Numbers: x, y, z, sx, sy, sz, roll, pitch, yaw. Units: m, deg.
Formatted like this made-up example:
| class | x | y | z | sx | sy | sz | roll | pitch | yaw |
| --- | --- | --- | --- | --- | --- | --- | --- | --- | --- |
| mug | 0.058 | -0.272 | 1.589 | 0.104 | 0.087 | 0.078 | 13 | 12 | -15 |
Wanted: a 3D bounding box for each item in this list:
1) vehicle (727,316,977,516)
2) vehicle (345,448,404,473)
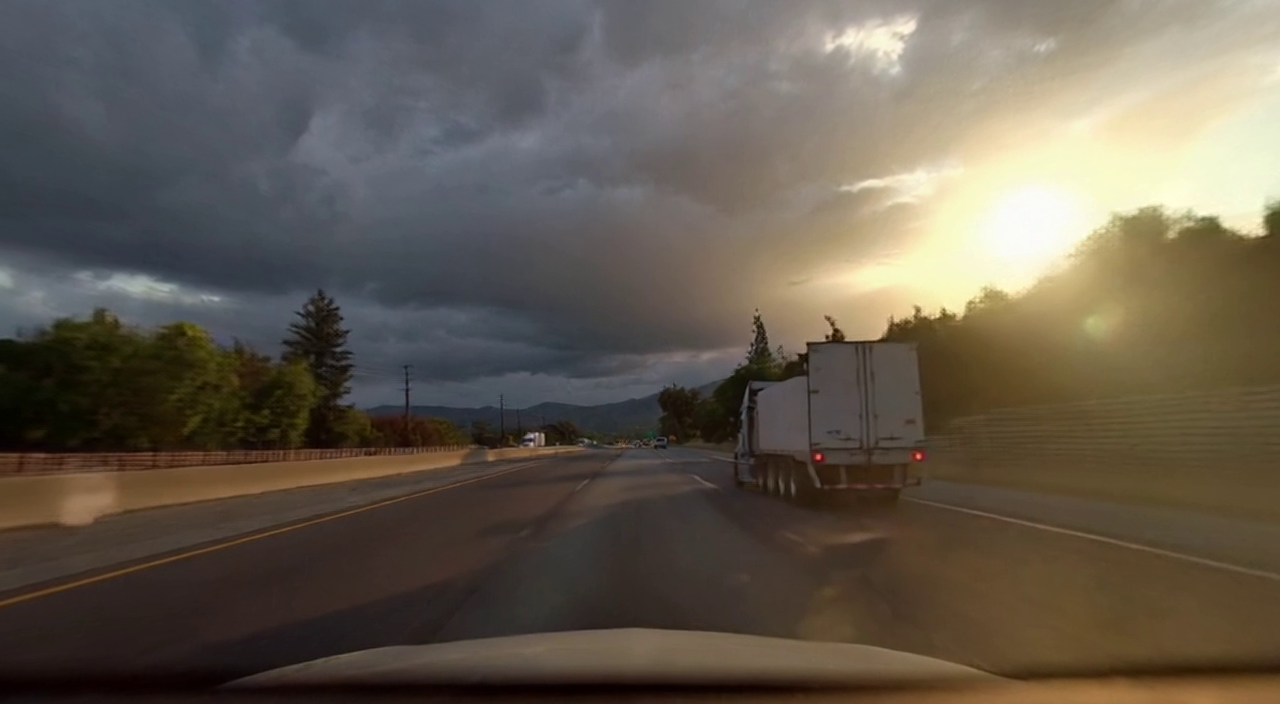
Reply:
| class | x | y | z | sx | sy | sz | roll | pitch | yaw |
| --- | --- | --- | --- | --- | --- | --- | --- | --- | --- |
| vehicle | 4.097 | 1.585 | 14.522 | 2.766 | 3.349 | 7.796 | 0 | -8 | -2 |
| vehicle | -16.849 | 6.878 | 40.122 | 1.823 | 1.460 | 4.504 | 0 | -8 | -1 |
